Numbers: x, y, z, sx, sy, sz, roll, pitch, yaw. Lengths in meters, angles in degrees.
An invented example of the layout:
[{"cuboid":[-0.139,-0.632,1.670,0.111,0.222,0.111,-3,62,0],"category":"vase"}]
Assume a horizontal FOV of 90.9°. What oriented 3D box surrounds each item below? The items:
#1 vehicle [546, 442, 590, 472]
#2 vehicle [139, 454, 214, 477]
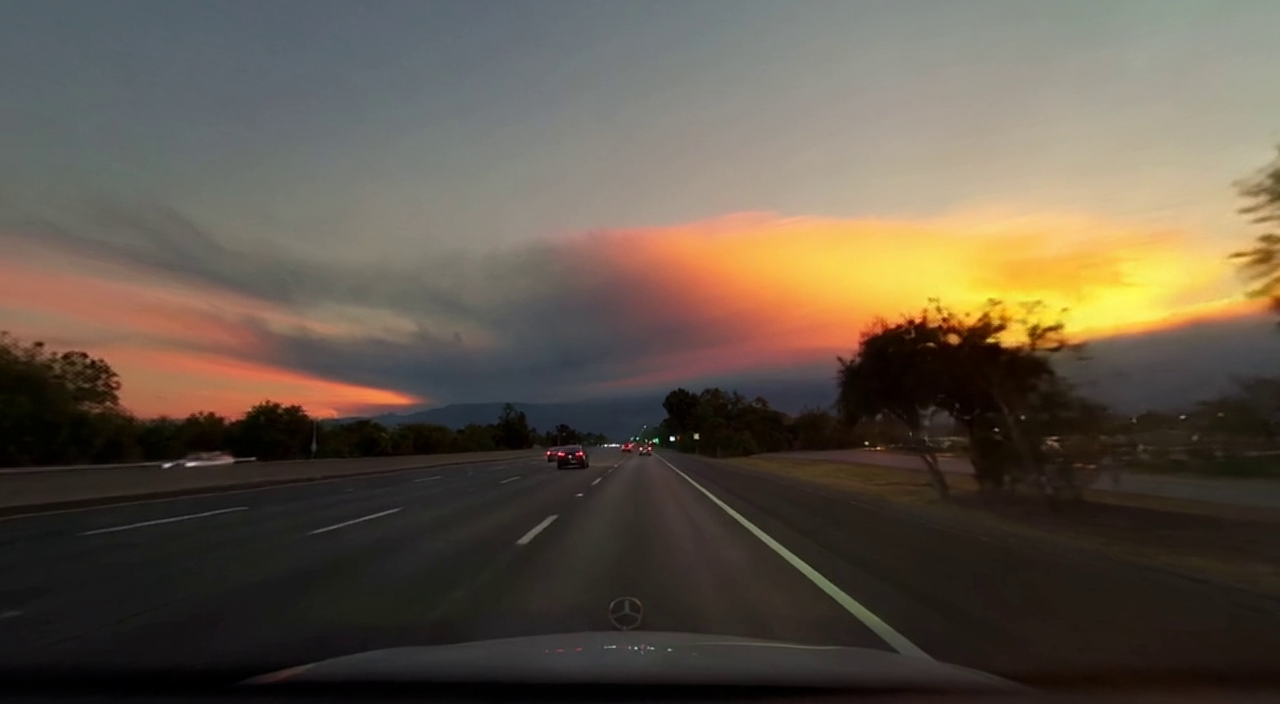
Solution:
[{"cuboid":[-3.745,5.566,33.596,1.786,1.488,4.023,0,-8,1],"category":"vehicle"},{"cuboid":[-32.796,7.991,44.765,1.785,1.465,4.614,0,-8,1],"category":"vehicle"}]
